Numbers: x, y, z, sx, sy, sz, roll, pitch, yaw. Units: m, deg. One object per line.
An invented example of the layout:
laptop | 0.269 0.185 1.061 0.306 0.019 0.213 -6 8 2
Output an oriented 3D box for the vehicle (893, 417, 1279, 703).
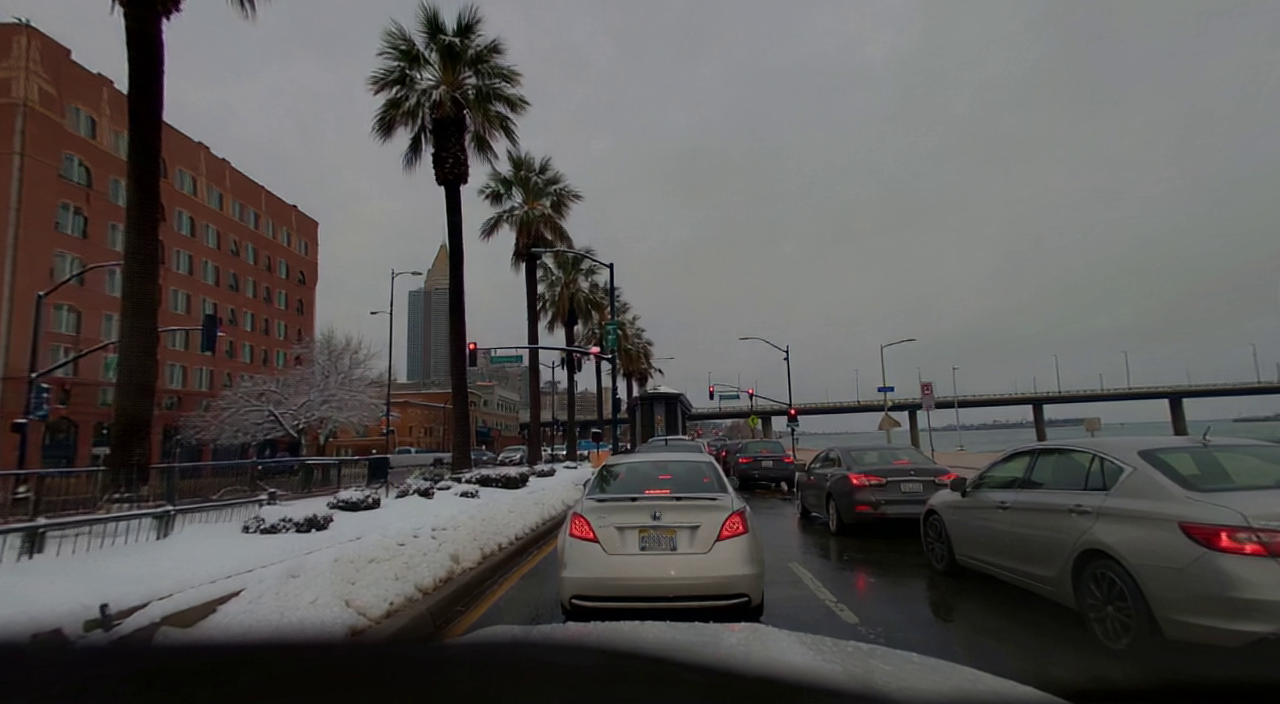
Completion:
vehicle | 3.908 1.365 5.092 1.913 1.469 4.425 0 -9 0

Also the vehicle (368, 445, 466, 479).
vehicle | -11.580 5.704 33.130 2.022 1.604 4.495 -6 -10 33

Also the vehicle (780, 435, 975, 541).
vehicle | 3.890 2.287 11.316 1.920 1.490 4.417 -1 -9 2

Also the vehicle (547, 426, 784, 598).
vehicle | 0.255 1.702 7.512 2.093 1.503 3.681 0 -9 1
